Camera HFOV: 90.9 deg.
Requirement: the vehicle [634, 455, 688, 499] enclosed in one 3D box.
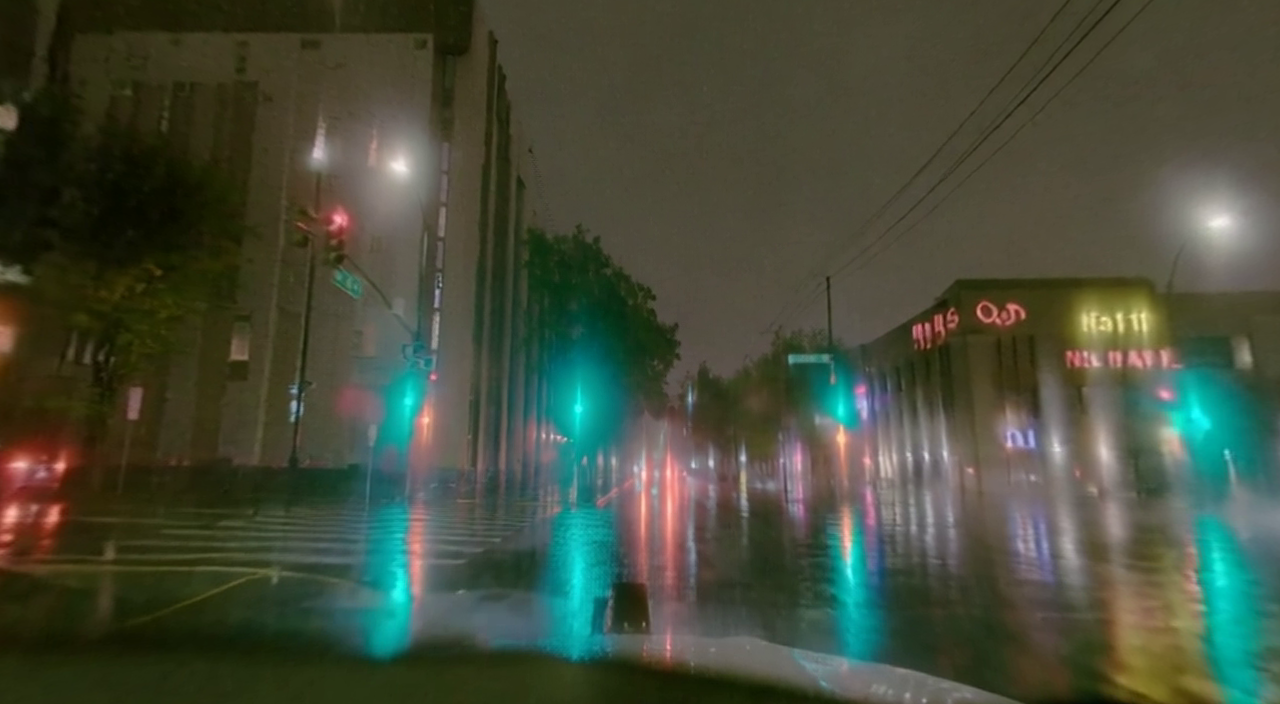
[{"bbox_3d":[0.819,5.174,26.364,2.079,1.621,3.861,0,-9,0],"label":"vehicle"}]
